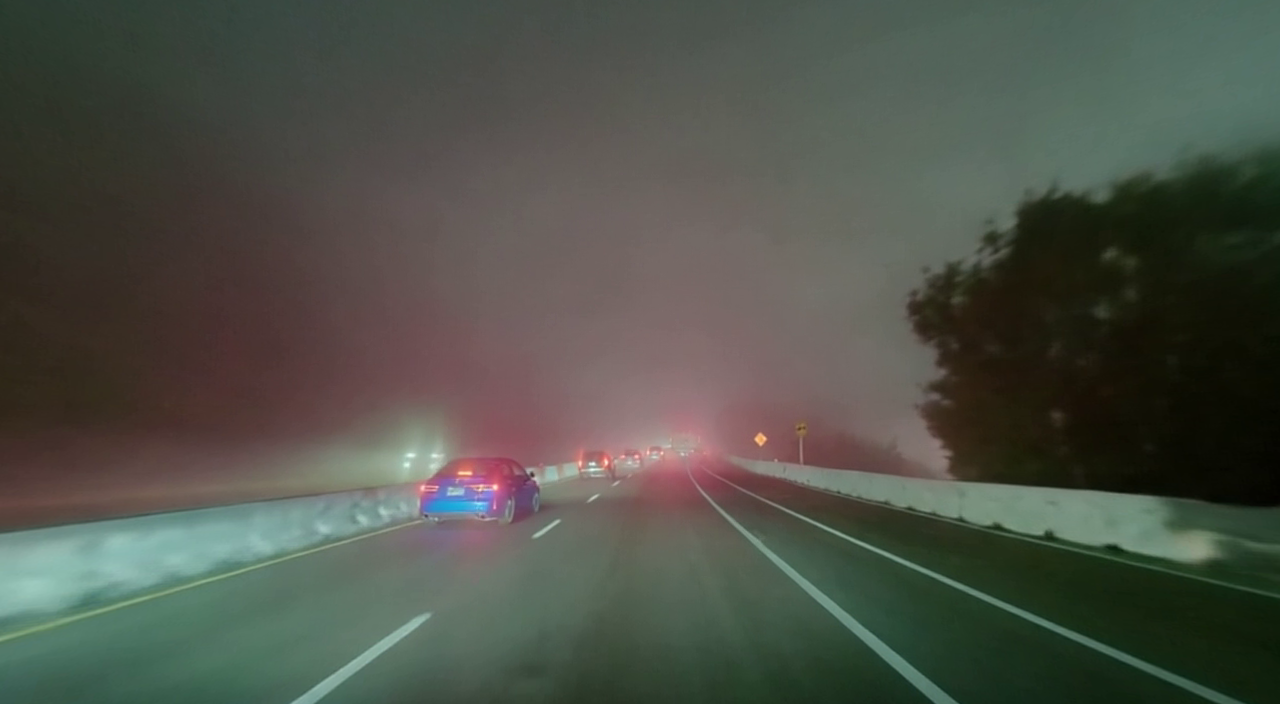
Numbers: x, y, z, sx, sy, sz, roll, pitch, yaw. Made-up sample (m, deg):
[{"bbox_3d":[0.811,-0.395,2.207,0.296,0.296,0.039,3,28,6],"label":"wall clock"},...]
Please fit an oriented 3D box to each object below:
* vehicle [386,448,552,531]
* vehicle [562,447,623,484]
[{"bbox_3d":[-3.088,2.571,12.348,2.061,1.330,3.928,0,-9,1],"label":"vehicle"},{"bbox_3d":[-1.961,4.875,27.305,2.094,1.480,4.124,-1,-9,3],"label":"vehicle"}]
